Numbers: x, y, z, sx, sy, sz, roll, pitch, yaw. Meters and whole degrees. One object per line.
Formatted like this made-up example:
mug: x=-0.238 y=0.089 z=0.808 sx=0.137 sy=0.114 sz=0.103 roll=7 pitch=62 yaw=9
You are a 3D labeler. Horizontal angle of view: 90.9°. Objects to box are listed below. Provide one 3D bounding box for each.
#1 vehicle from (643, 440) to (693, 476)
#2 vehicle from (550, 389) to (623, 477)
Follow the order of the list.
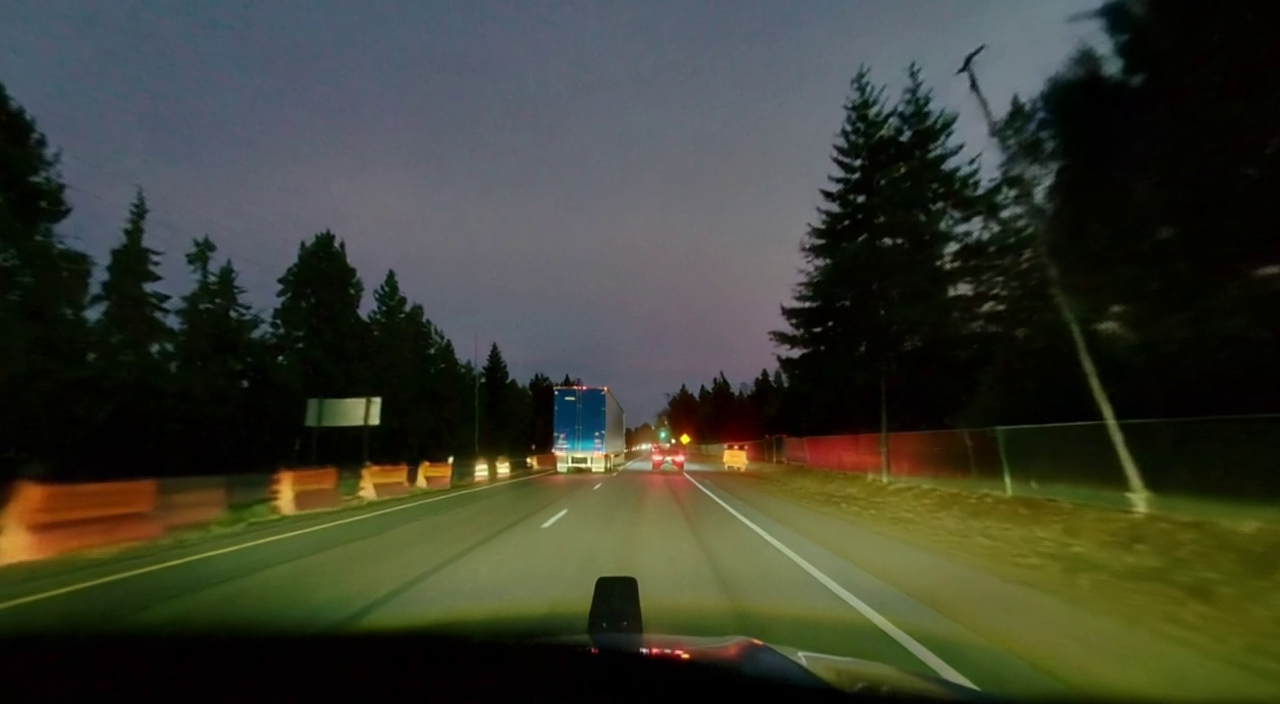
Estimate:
vehicle: x=1.343 y=5.342 z=31.986 sx=2.304 sy=1.675 sz=4.462 roll=0 pitch=-8 yaw=0
vehicle: x=-2.729 y=4.922 z=37.495 sx=2.906 sy=4.115 sz=15.715 roll=0 pitch=-8 yaw=0
